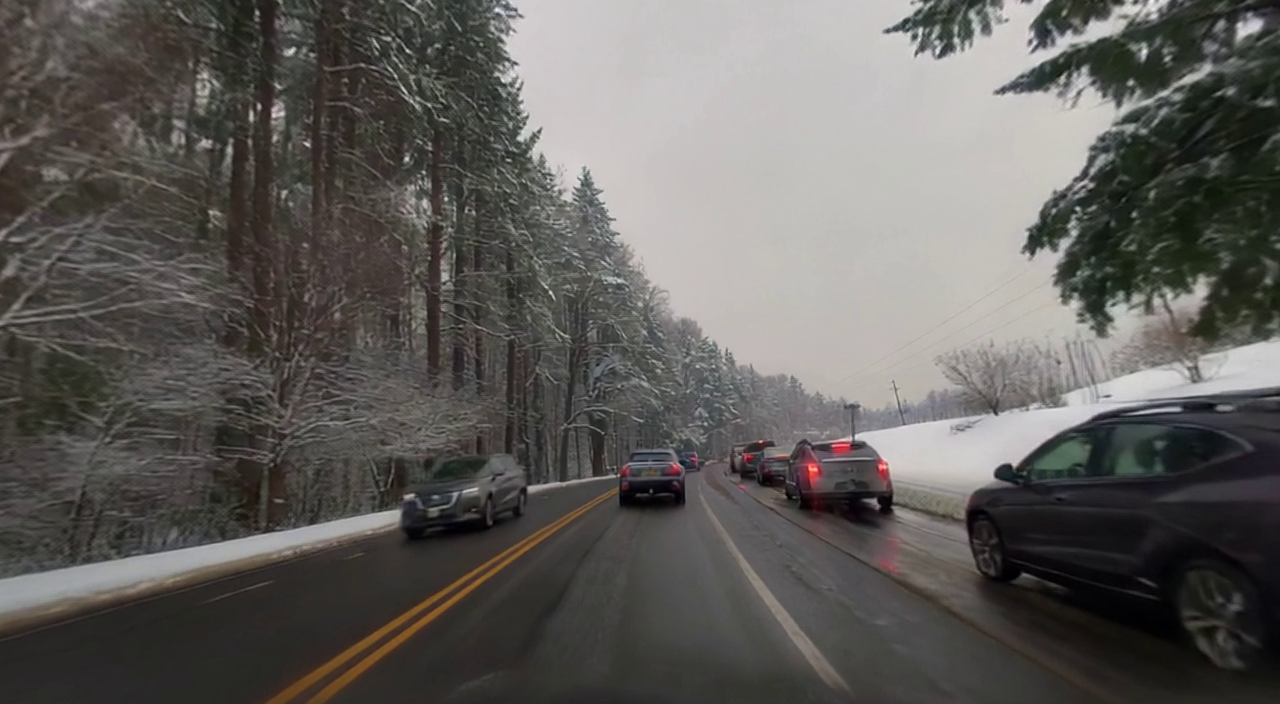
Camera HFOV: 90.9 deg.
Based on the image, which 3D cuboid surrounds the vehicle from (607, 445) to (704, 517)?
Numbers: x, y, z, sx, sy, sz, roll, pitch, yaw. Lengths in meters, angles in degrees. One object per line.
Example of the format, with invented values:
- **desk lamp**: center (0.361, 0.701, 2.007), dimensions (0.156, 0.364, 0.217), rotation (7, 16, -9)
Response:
- **vehicle**: center (0.407, 3.074, 15.620), dimensions (2.078, 1.521, 4.058), rotation (0, -8, 2)

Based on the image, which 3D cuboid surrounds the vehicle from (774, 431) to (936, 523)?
- **vehicle**: center (4.381, 2.606, 13.763), dimensions (1.957, 1.629, 4.609), rotation (0, -8, 1)

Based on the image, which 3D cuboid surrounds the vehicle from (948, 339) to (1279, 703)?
- **vehicle**: center (4.148, 1.004, 4.164), dimensions (1.968, 1.783, 4.826), rotation (0, -8, 3)

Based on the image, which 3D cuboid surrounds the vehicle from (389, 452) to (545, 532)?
- **vehicle**: center (-3.668, 3.051, 14.393), dimensions (2.087, 1.449, 4.575), rotation (-1, -8, 3)
